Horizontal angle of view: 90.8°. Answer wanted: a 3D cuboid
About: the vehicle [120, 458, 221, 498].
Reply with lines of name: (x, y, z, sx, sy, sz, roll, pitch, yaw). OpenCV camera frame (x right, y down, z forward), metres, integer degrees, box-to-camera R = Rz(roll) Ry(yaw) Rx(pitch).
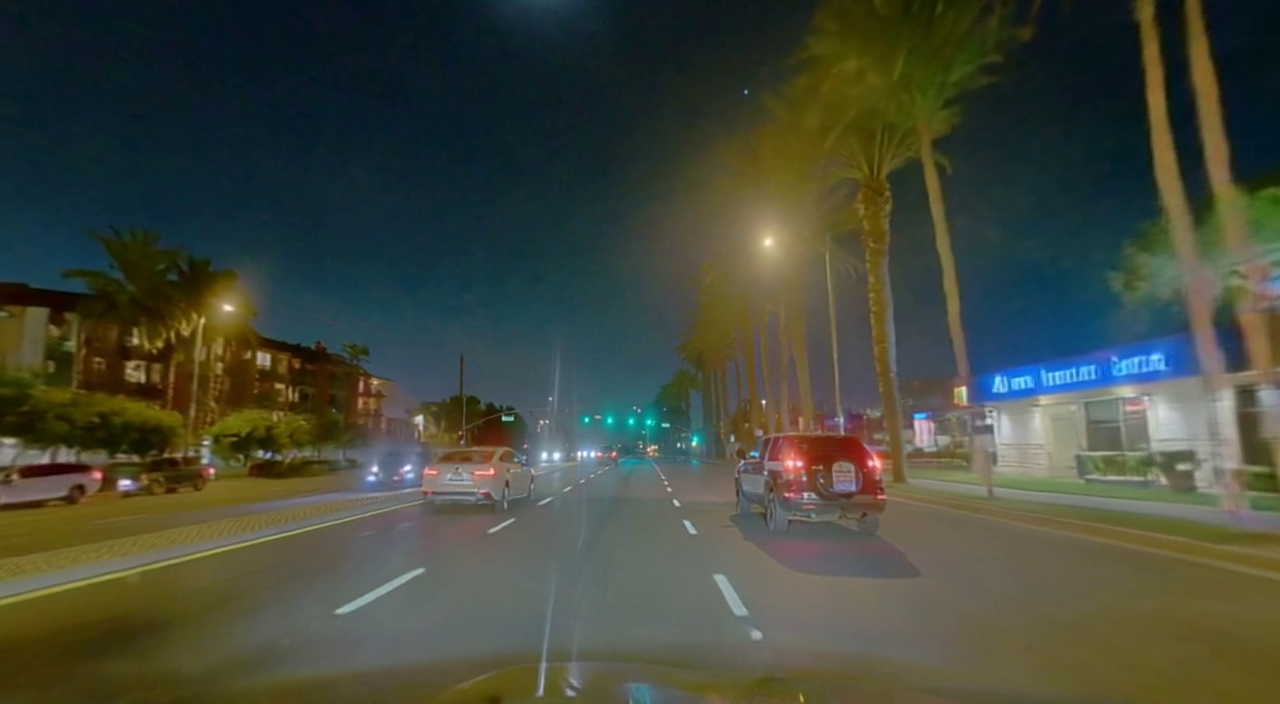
vehicle: (-22.964, 6.133, 31.106, 1.868, 1.602, 4.102, -3, -8, -1)

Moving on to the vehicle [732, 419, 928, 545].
vehicle: (2.934, 2.121, 10.893, 1.982, 1.711, 4.276, 0, -9, -1)

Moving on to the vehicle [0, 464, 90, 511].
vehicle: (-22.868, 4.914, 22.893, 1.926, 1.483, 4.349, -2, -9, 1)

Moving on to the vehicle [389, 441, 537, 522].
vehicle: (-3.650, 2.743, 13.900, 2.034, 1.498, 3.995, 0, -9, 1)
